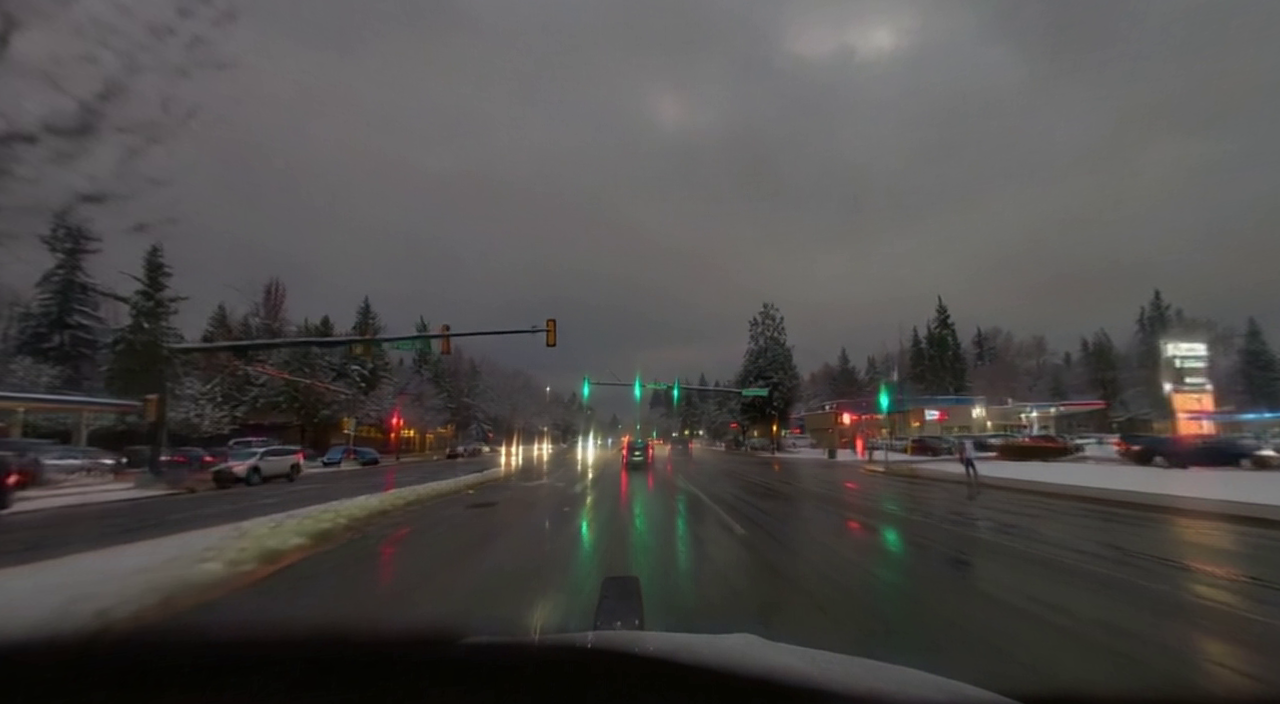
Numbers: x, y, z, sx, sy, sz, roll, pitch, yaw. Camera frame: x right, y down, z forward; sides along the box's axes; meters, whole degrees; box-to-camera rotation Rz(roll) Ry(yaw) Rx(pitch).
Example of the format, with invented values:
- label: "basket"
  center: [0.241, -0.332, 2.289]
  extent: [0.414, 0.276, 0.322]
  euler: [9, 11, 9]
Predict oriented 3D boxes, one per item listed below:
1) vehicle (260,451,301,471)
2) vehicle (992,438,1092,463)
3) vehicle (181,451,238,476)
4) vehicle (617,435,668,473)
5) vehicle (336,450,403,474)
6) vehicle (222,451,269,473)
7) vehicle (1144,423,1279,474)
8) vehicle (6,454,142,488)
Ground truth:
- label: "vehicle"
  center: [-28.200, 8.494, 49.285]
  extent: [1.953, 1.415, 4.553]
  euler: [7, -10, -39]
- label: "vehicle"
  center: [24.821, 6.080, 39.006]
  extent: [4.788, 1.481, 1.959]
  euler: [0, -8, 2]
- label: "vehicle"
  center: [-28.694, 7.384, 41.902]
  extent: [4.436, 1.464, 1.999]
  euler: [-7, -11, 41]
- label: "vehicle"
  center: [0.101, 4.562, 28.464]
  extent: [2.145, 1.572, 4.021]
  euler: [0, -8, 0]
- label: "vehicle"
  center: [-18.898, 7.672, 44.279]
  extent: [2.311, 1.485, 5.817]
  euler: [0, -8, -2]
- label: "vehicle"
  center: [-28.474, 7.894, 45.344]
  extent: [2.022, 1.455, 4.478]
  euler: [7, -11, -41]
- label: "vehicle"
  center: [20.458, 3.332, 22.006]
  extent: [1.950, 1.519, 4.860]
  euler: [-4, -9, 5]
- label: "vehicle"
  center: [-27.925, 5.833, 31.232]
  extent: [1.938, 1.462, 4.510]
  euler: [-4, -9, 28]
